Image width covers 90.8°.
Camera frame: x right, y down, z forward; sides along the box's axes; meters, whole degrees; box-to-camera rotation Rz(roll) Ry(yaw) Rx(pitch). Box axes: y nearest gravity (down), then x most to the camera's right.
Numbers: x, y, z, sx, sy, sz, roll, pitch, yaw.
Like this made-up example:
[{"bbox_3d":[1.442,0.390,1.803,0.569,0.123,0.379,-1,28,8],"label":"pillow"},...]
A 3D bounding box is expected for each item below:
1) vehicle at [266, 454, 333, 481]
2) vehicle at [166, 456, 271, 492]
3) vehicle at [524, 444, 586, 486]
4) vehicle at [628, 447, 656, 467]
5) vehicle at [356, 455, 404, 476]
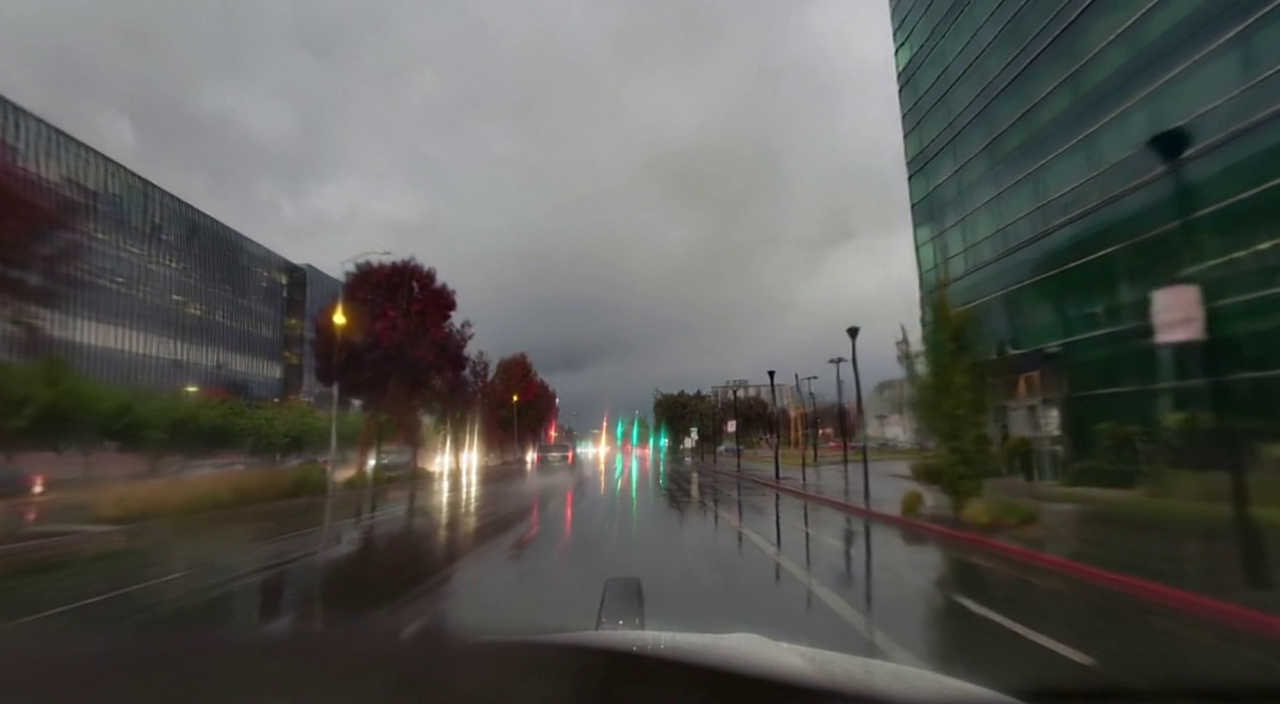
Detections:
[{"bbox_3d":[-23.864,8.078,44.515,1.978,1.739,4.895,0,-8,-1],"label":"vehicle"},{"bbox_3d":[-20.180,5.834,30.515,1.959,1.536,4.455,0,-8,0],"label":"vehicle"},{"bbox_3d":[-3.364,4.534,25.706,1.983,1.545,3.773,0,-8,0],"label":"vehicle"},{"bbox_3d":[0.160,8.095,48.918,2.102,1.482,4.125,0,-8,0],"label":"vehicle"},{"bbox_3d":[-20.458,8.919,49.861,1.856,1.471,4.445,0,-8,0],"label":"vehicle"}]
